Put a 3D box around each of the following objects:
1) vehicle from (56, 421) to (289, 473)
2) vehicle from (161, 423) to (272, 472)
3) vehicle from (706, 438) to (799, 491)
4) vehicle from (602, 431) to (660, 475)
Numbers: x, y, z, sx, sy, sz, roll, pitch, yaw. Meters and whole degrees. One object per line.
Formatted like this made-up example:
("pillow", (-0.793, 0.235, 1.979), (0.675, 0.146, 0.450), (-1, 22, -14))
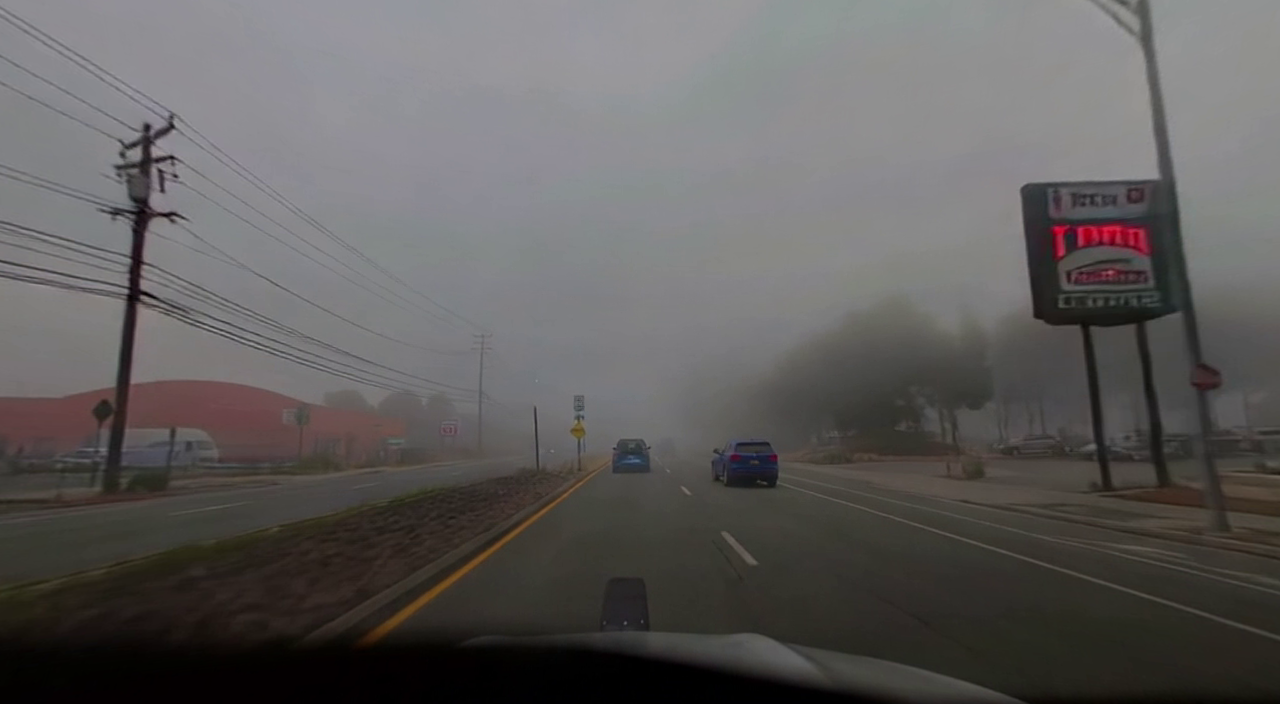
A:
("vehicle", (-28.024, 5.721, 38.469), (11.007, 2.864, 3.115), (1, -7, -11))
("vehicle", (-24.086, 5.430, 36.042), (4.412, 2.662, 2.544), (1, -8, -10))
("vehicle", (3.381, 3.471, 19.895), (1.954, 1.479, 4.557), (0, -8, -2))
("vehicle", (-0.377, 4.575, 28.724), (2.441, 1.813, 4.581), (0, -8, 0))
